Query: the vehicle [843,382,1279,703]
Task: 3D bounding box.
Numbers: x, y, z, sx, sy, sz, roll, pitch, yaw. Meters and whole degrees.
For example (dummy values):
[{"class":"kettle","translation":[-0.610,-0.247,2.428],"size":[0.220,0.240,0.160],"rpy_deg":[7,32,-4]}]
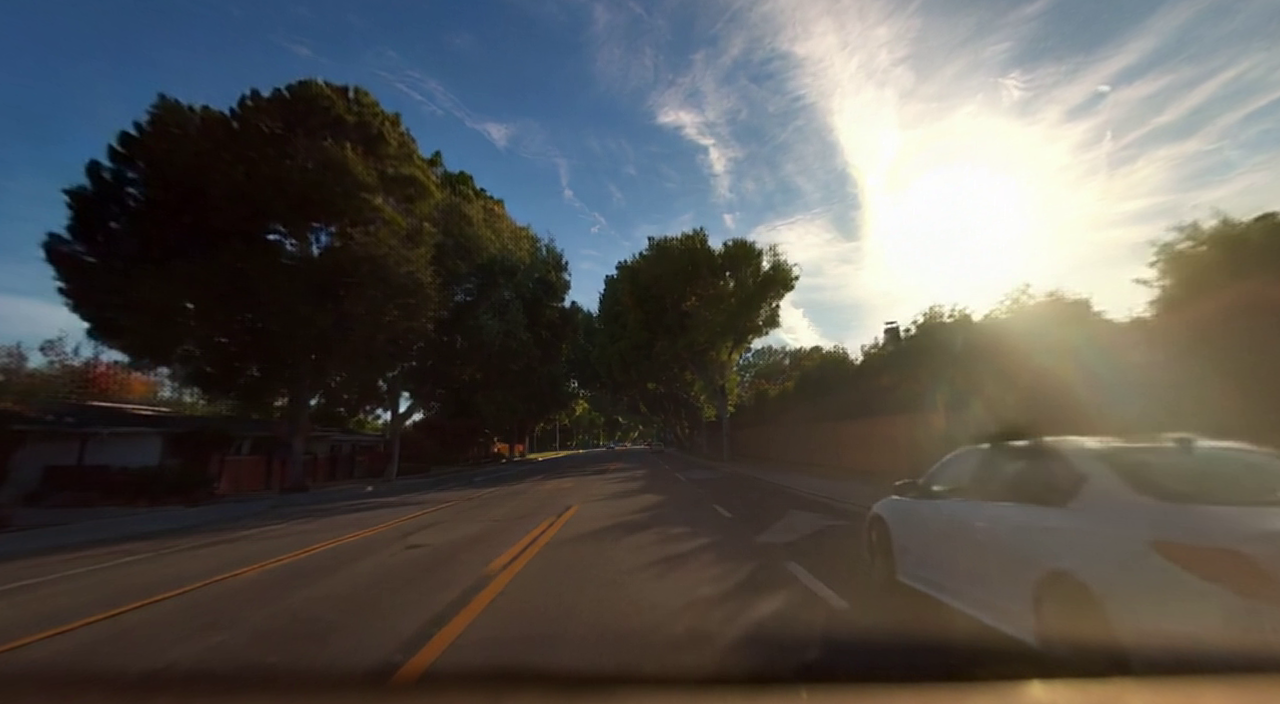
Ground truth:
[{"class":"vehicle","translation":[2.897,1.096,3.635],"size":[1.991,1.476,4.153],"rpy_deg":[0,-8,-1]}]
